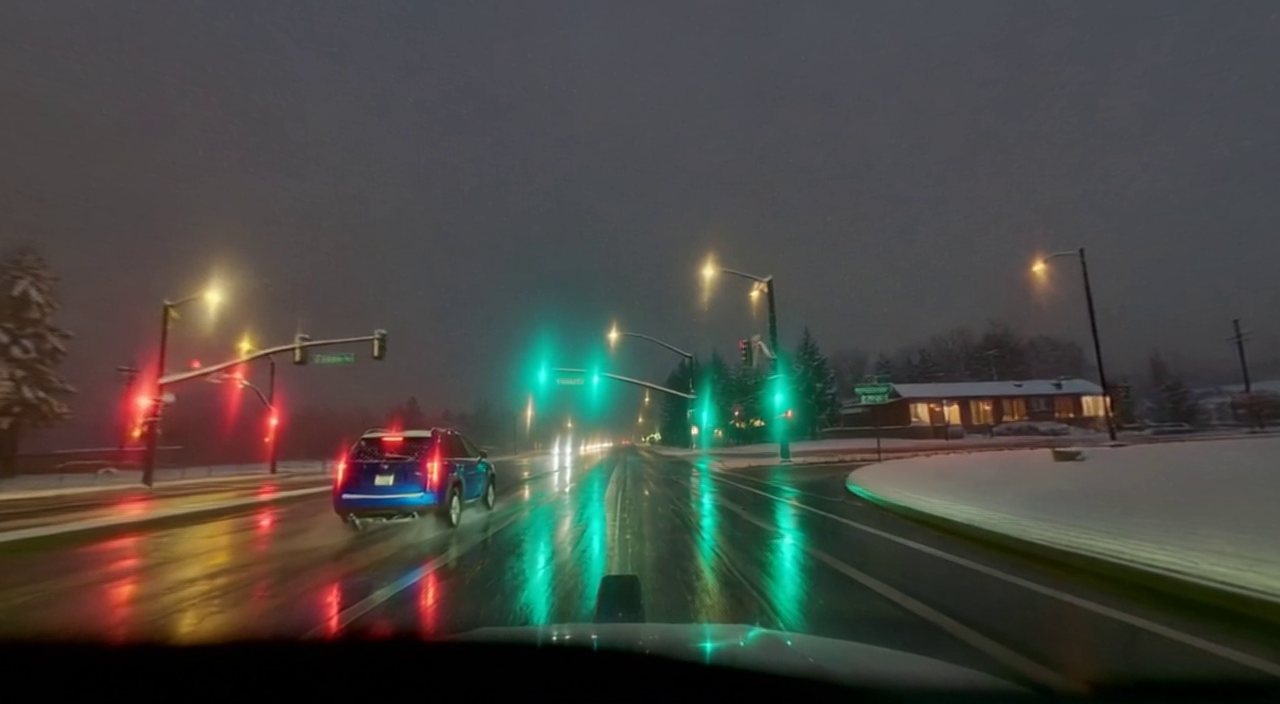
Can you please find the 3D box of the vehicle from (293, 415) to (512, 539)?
[{"bbox_3d":[-3.797,2.096,11.166,2.121,1.724,4.392,0,-9,0],"label":"vehicle"}]
